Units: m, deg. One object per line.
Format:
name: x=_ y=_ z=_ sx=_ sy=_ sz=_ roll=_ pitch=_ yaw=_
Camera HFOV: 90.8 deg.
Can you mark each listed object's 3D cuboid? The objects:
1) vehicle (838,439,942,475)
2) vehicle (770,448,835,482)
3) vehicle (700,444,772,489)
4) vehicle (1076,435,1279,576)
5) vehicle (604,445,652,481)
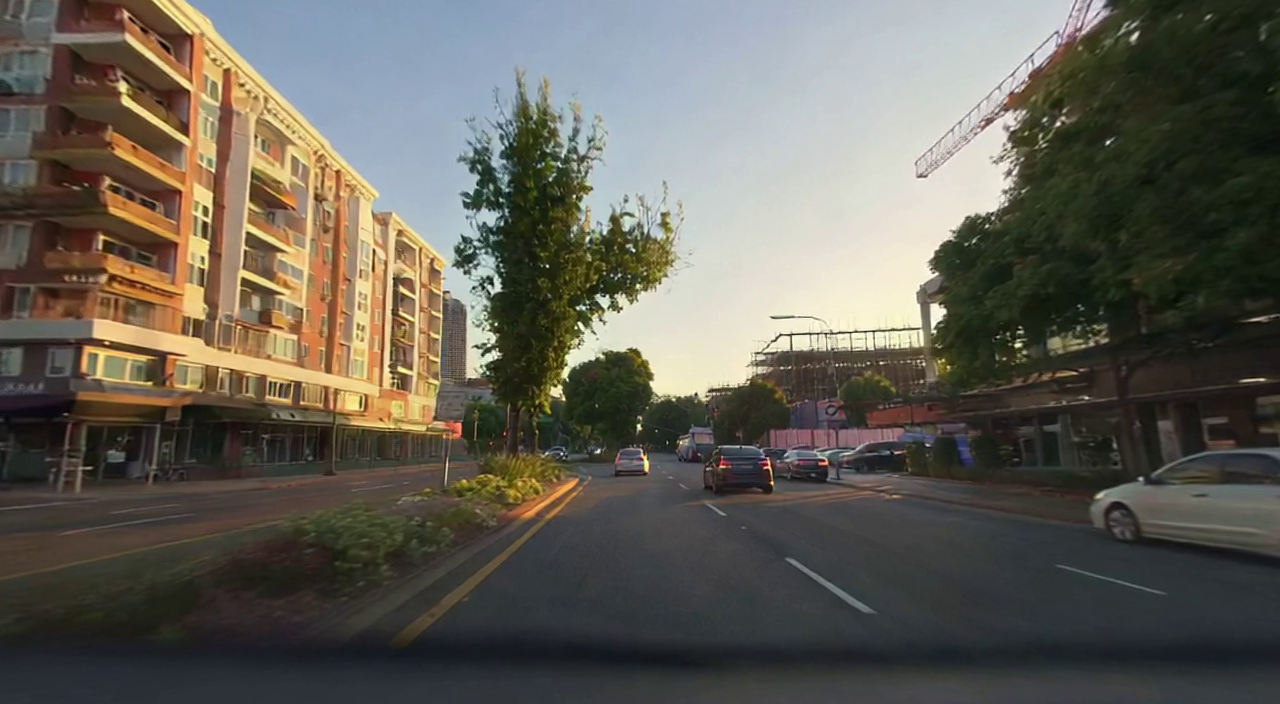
vehicle: x=13.064 y=5.496 z=33.224 sx=4.622 sy=1.761 sz=1.986 roll=0 pitch=-9 yaw=0
vehicle: x=7.593 y=5.298 z=30.028 sx=1.883 sy=1.452 sz=4.598 roll=0 pitch=-9 yaw=0
vehicle: x=3.333 y=4.061 z=22.755 sx=1.910 sy=1.474 sz=4.003 roll=0 pitch=-9 yaw=-1
vehicle: x=7.754 y=1.718 z=7.302 sx=1.921 sy=1.480 sz=4.789 roll=0 pitch=-9 yaw=-1
vehicle: x=-0.490 y=4.966 z=28.425 sx=2.006 sy=1.487 sz=3.535 roll=0 pitch=-9 yaw=0
